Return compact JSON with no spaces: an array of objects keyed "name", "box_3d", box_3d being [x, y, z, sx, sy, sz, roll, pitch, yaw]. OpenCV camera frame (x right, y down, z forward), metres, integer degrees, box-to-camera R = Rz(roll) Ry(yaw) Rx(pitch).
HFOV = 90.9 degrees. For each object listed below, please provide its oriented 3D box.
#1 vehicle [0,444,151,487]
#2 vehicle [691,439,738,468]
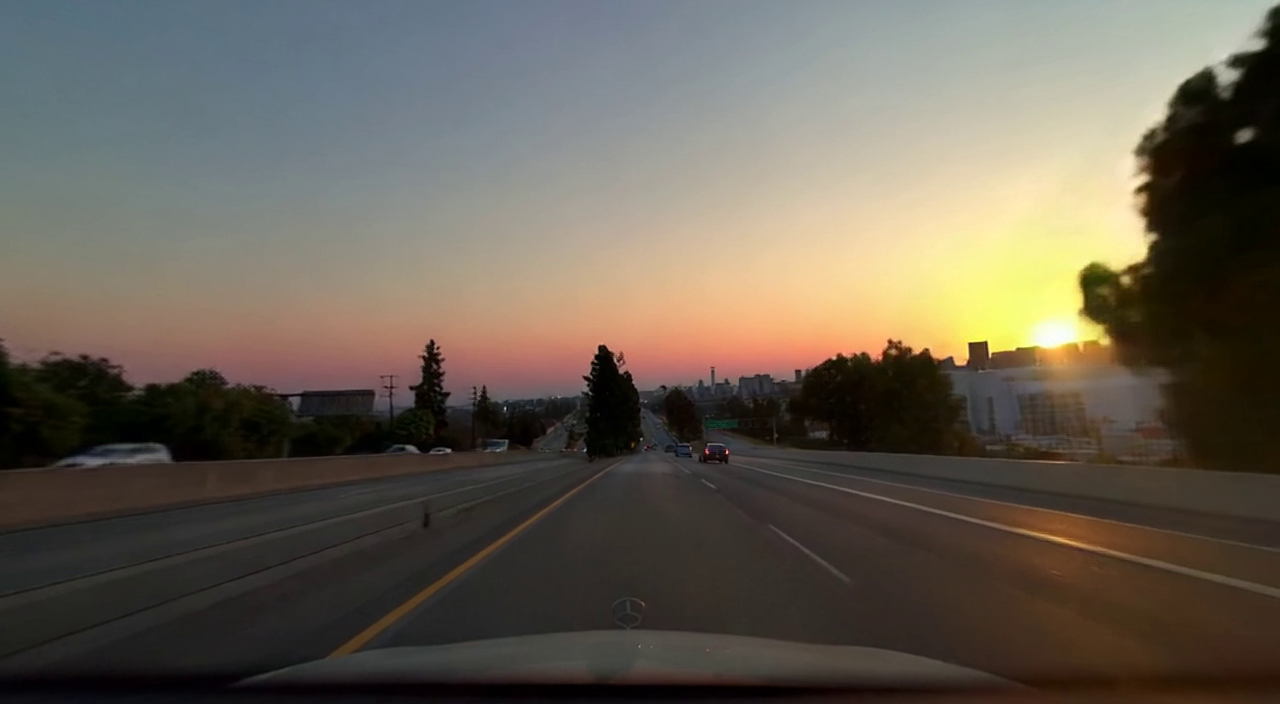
[{"name":"vehicle","box_3d":[-28.135,5.618,31.773,2.185,1.939,5.801,0,-8,1]},{"name":"vehicle","box_3d":[4.104,5.617,35.193,2.062,1.518,4.026,0,-8,-1]}]
